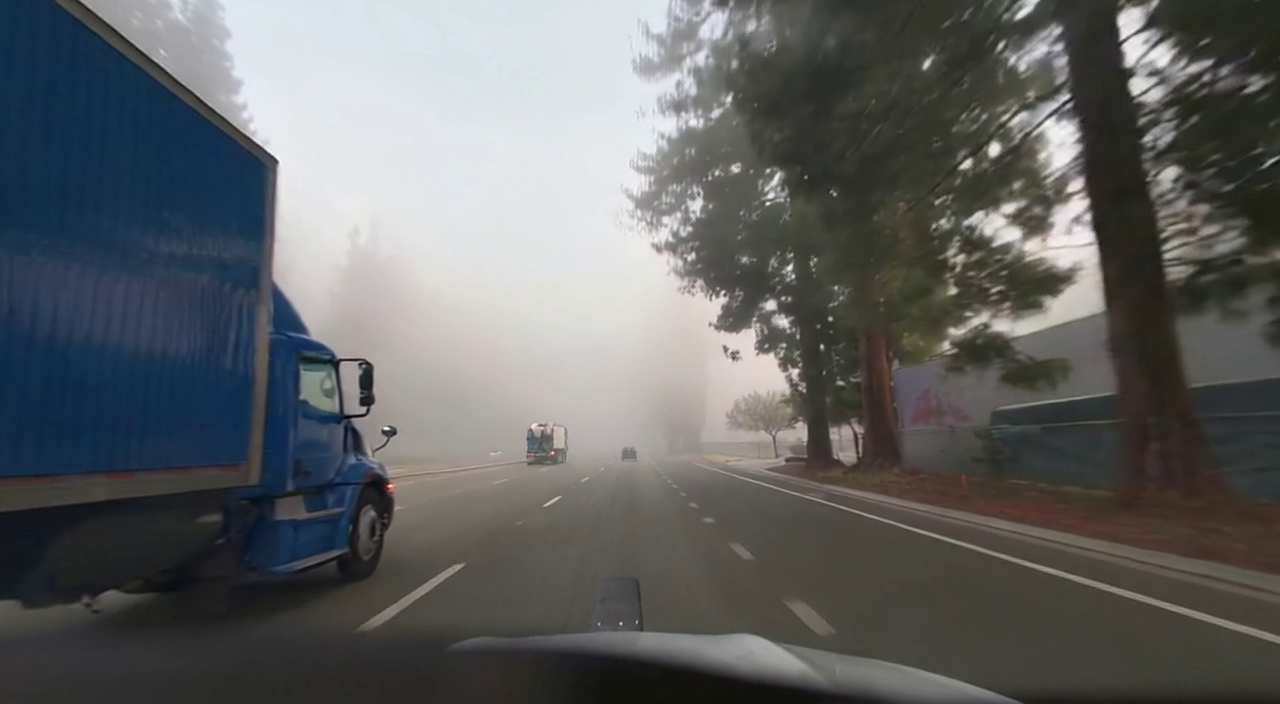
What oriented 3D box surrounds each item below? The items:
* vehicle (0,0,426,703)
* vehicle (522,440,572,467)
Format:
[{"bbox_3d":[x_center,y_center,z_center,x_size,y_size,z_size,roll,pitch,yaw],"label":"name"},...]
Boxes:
[{"bbox_3d":[-3.559,-0.015,1.931,2.910,3.419,8.376,0,-8,-1],"label":"vehicle"},{"bbox_3d":[-7.000,7.743,48.438,2.743,1.832,7.257,0,-8,0],"label":"vehicle"}]
